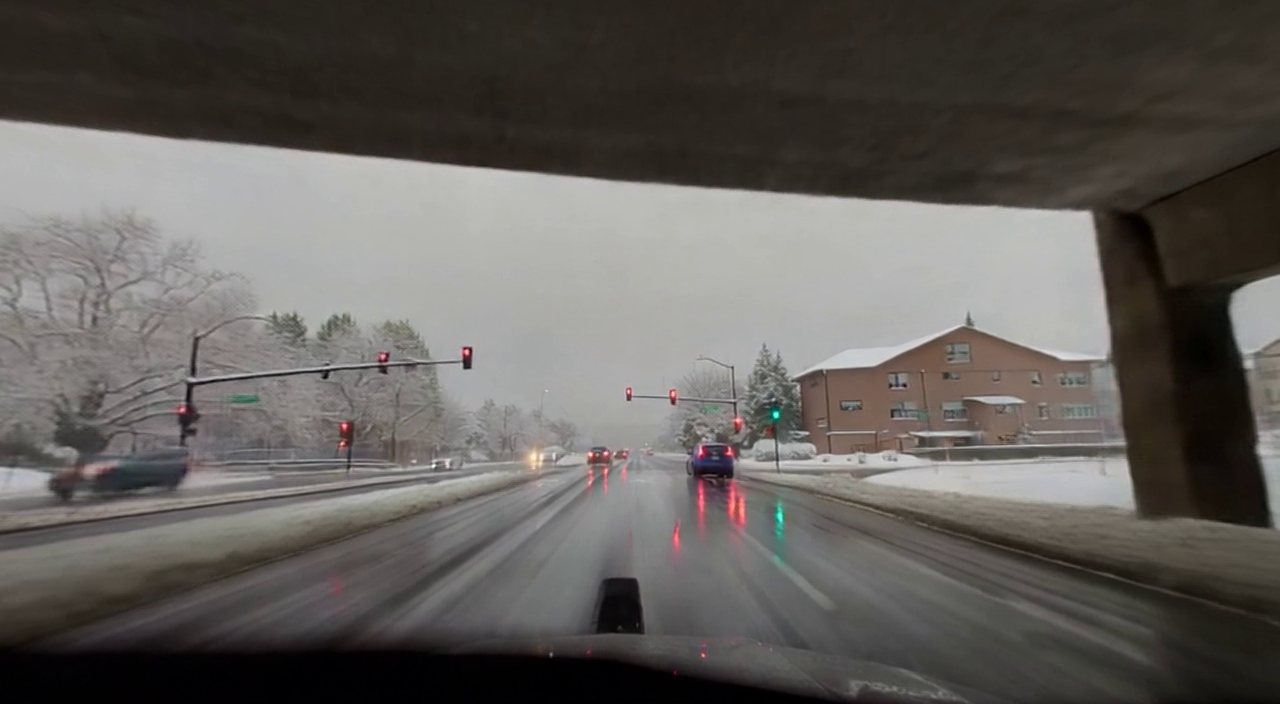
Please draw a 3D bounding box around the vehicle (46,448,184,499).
[{"bbox_3d":[-20.542,4.714,24.984,1.918,1.790,4.081,1,-8,-1],"label":"vehicle"}]

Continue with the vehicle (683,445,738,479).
[{"bbox_3d":[3.298,5.256,30.437,2.068,1.497,4.247,0,-8,-1],"label":"vehicle"}]
